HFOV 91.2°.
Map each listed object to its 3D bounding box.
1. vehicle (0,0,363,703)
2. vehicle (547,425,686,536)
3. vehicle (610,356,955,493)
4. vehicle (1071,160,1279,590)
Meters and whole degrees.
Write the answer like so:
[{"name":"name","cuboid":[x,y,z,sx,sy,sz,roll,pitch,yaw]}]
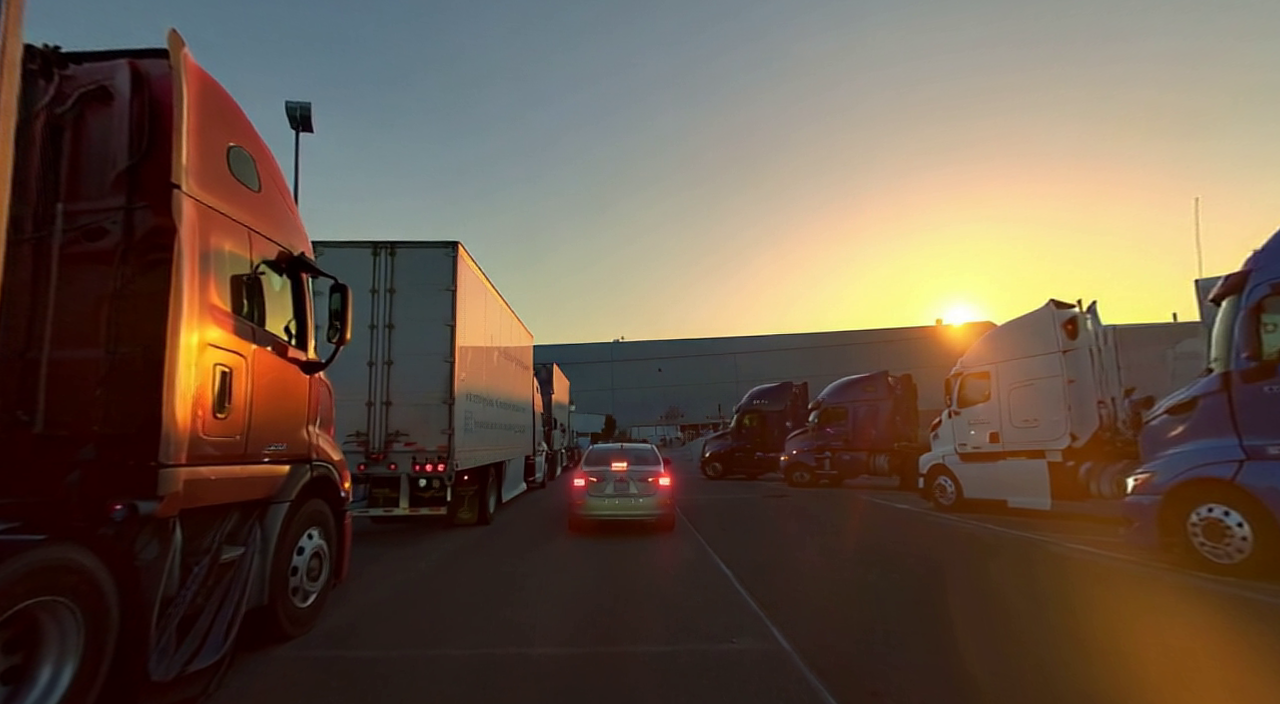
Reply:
[{"name":"vehicle","cuboid":[-3.962,-0.128,1.071,2.986,3.391,9.523,0,-9,-3]},{"name":"vehicle","cuboid":[-0.401,2.304,11.732,2.140,1.682,3.971,0,-9,-1]},{"name":"vehicle","cuboid":[4.475,3.131,25.420,2.877,4.124,14.516,4,-10,-41]},{"name":"vehicle","cuboid":[11.162,-0.264,3.684,13.564,4.152,3.110,-9,-12,42]}]
